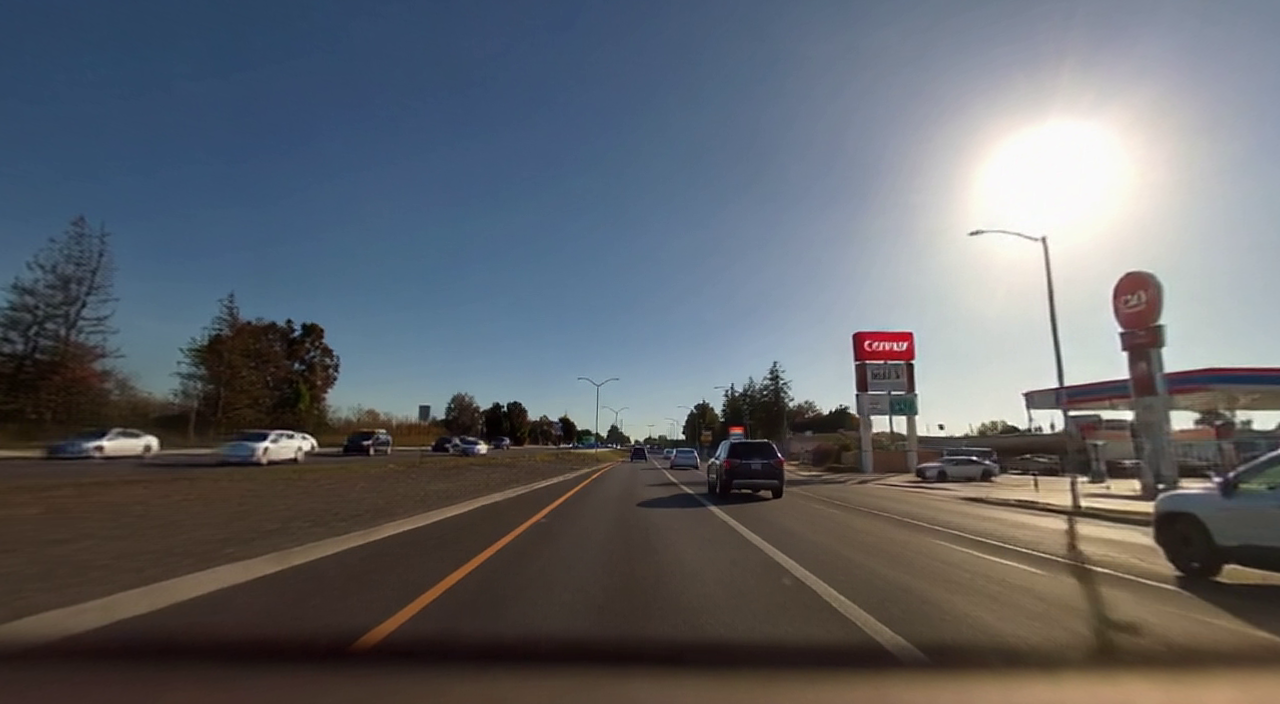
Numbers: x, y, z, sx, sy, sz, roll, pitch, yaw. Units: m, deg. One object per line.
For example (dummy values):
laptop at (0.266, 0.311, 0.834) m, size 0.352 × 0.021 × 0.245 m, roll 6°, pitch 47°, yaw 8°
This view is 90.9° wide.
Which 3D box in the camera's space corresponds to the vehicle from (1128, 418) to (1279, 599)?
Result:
vehicle at (6.659, 1.347, 5.240) m, size 1.881 × 1.604 × 4.289 m, roll 0°, pitch -8°, yaw 3°

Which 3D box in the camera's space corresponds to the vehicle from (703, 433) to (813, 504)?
vehicle at (3.203, 3.290, 18.291) m, size 2.184 × 1.777 × 4.712 m, roll 0°, pitch -8°, yaw -1°

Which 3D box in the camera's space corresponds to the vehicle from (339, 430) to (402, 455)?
vehicle at (-19.844, 6.706, 46.659) m, size 2.037 × 1.761 × 5.401 m, roll 0°, pitch -8°, yaw 3°

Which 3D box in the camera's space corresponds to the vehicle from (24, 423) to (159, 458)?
vehicle at (-24.293, 3.957, 28.173) m, size 1.953 × 1.427 × 4.369 m, roll 0°, pitch -8°, yaw 2°

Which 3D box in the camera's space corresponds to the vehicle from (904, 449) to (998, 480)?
vehicle at (18.330, 6.611, 37.244) m, size 4.587 × 1.710 × 1.969 m, roll 1°, pitch -9°, yaw -7°

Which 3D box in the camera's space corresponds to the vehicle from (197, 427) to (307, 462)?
vehicle at (-17.416, 4.201, 28.596) m, size 1.920 × 1.473 × 4.524 m, roll 0°, pitch -8°, yaw 3°

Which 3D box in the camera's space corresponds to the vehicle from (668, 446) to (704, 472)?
vehicle at (2.941, 6.932, 41.149) m, size 2.012 × 1.612 × 4.114 m, roll 0°, pitch -8°, yaw -1°
